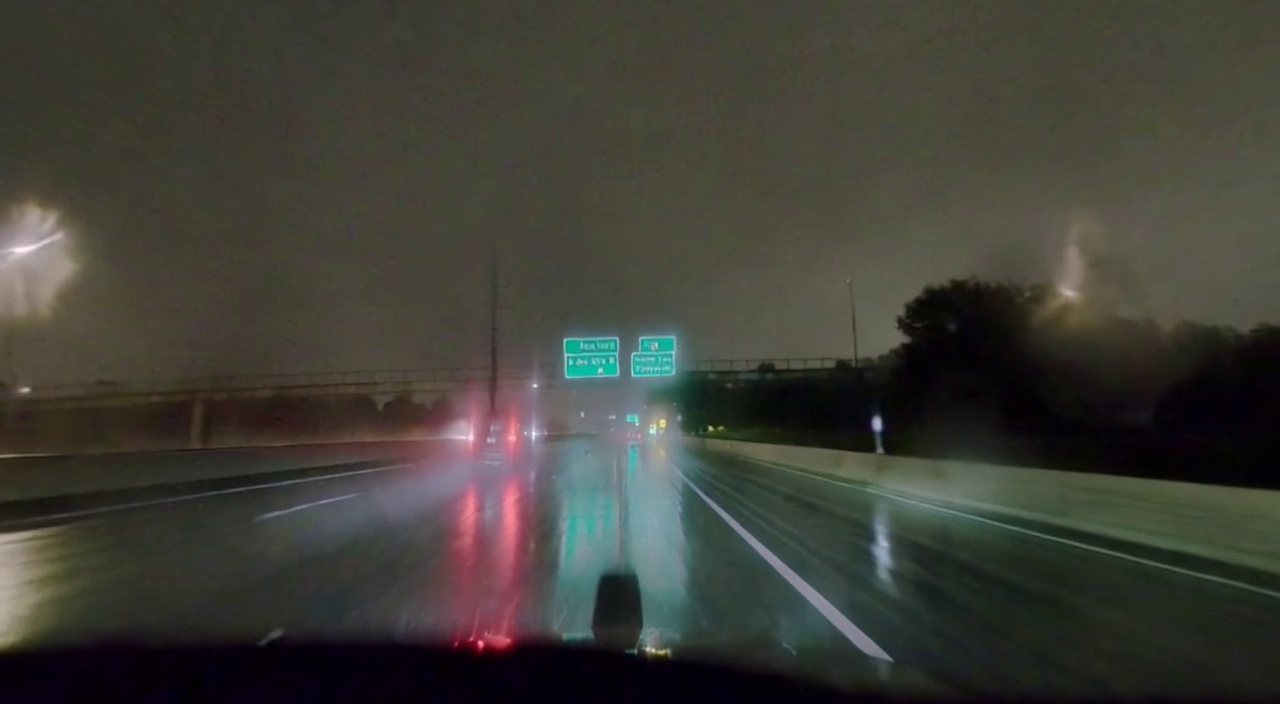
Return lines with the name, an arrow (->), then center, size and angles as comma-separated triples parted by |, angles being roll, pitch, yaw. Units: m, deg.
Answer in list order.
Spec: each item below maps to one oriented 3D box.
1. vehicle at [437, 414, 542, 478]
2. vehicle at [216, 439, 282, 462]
vehicle -> -4.531, 2.917, 19.756 | 2.153, 1.730, 4.772 | 0, -8, 0
vehicle -> -27.177, 6.848, 43.848 | 1.819, 1.503, 4.311 | 0, -8, -1
